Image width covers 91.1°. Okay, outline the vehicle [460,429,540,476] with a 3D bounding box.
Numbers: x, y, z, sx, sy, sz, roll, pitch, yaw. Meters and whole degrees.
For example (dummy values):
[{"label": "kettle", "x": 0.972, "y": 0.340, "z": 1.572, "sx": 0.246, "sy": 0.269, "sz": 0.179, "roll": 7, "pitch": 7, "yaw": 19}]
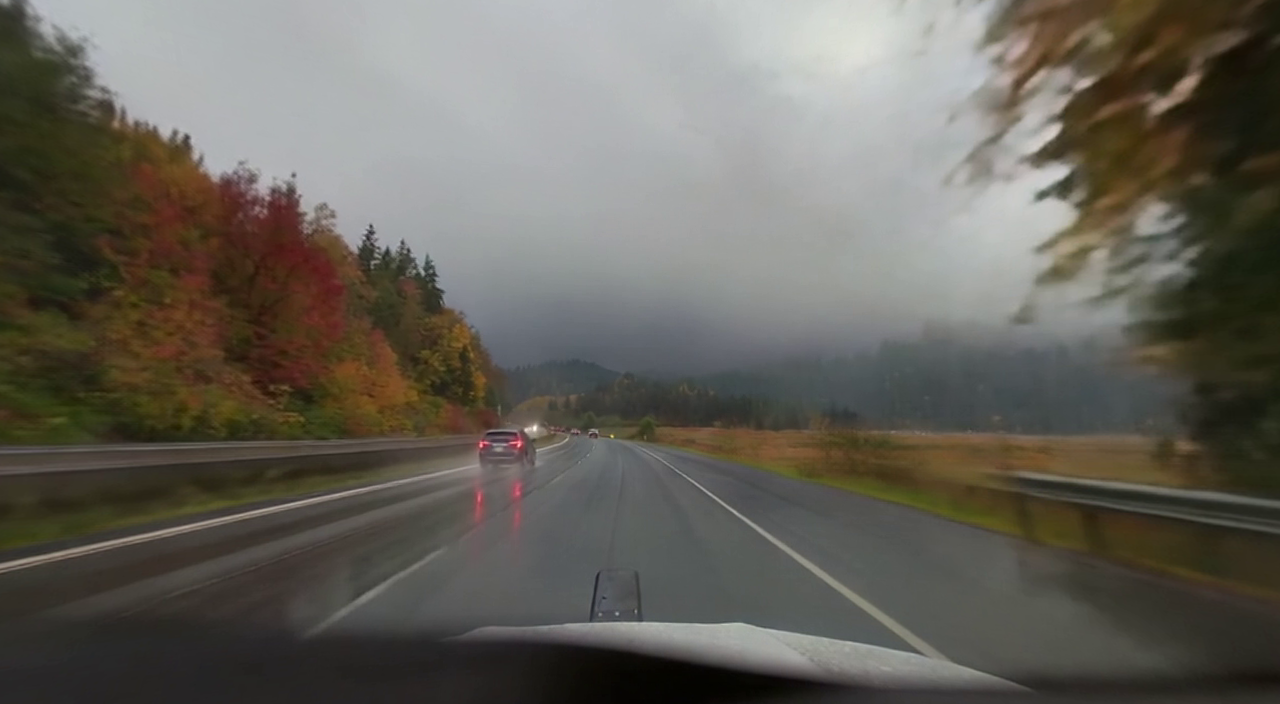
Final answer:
[{"label": "vehicle", "x": -5.060, "y": 3.667, "z": 23.381, "sx": 2.073, "sy": 1.559, "sz": 4.393, "roll": 0, "pitch": -8, "yaw": -2}]
